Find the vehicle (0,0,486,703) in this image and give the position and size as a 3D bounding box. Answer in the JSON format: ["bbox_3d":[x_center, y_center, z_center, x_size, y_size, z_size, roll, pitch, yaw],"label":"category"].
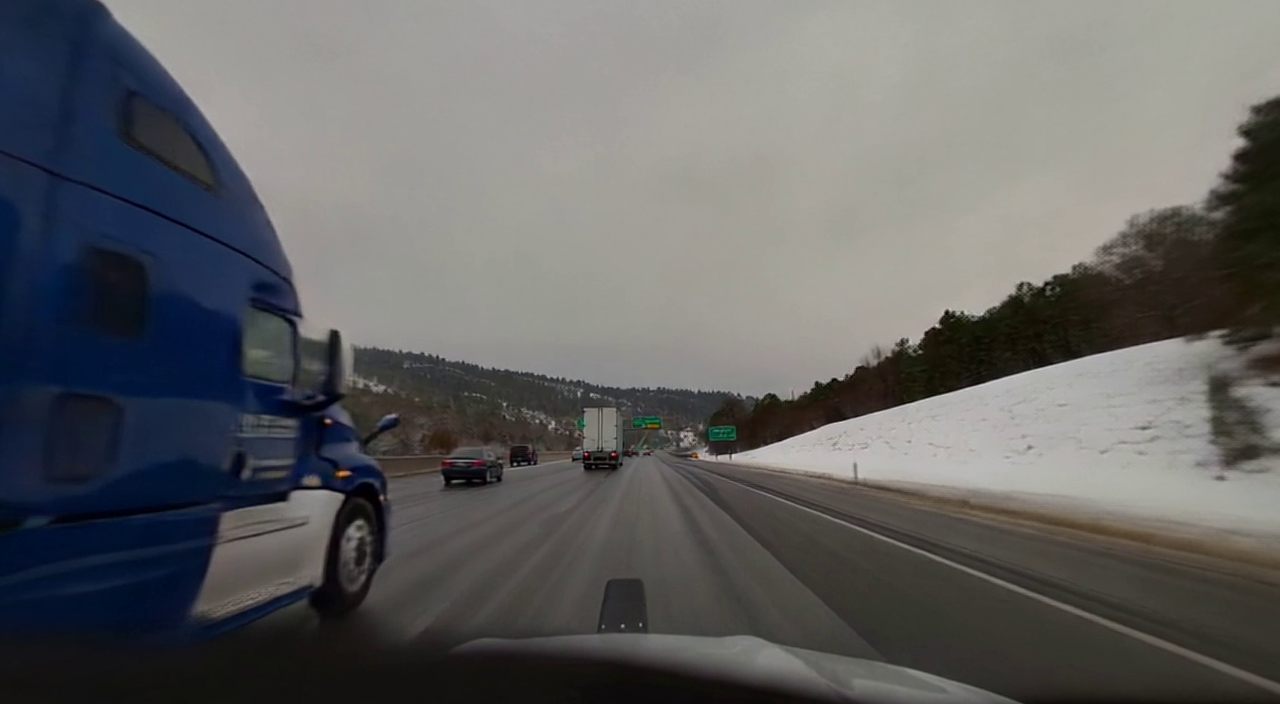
[{"bbox_3d":[-3.247,0.010,3.305,2.958,4.002,7.575,0,-8,0],"label":"vehicle"}]
